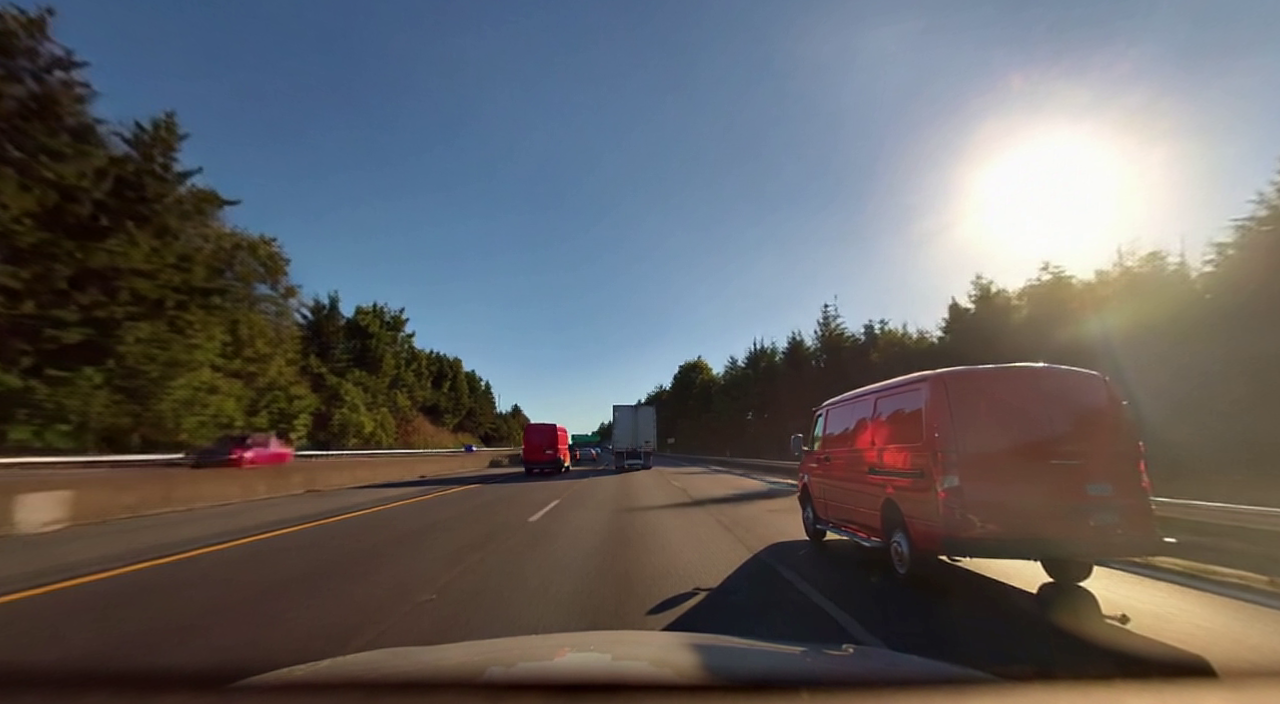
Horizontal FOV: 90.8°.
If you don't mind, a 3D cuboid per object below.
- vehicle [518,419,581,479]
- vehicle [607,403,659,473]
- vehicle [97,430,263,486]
[{"bbox_3d":[-4.501,4.992,32.473,2.357,2.786,6.144,0,-9,-1],"label":"vehicle"},{"bbox_3d":[-0.508,5.804,41.773,2.995,4.036,10.311,0,-9,-1],"label":"vehicle"},{"bbox_3d":[-13.359,3.116,18.679,1.867,1.486,4.002,0,-9,0],"label":"vehicle"}]
